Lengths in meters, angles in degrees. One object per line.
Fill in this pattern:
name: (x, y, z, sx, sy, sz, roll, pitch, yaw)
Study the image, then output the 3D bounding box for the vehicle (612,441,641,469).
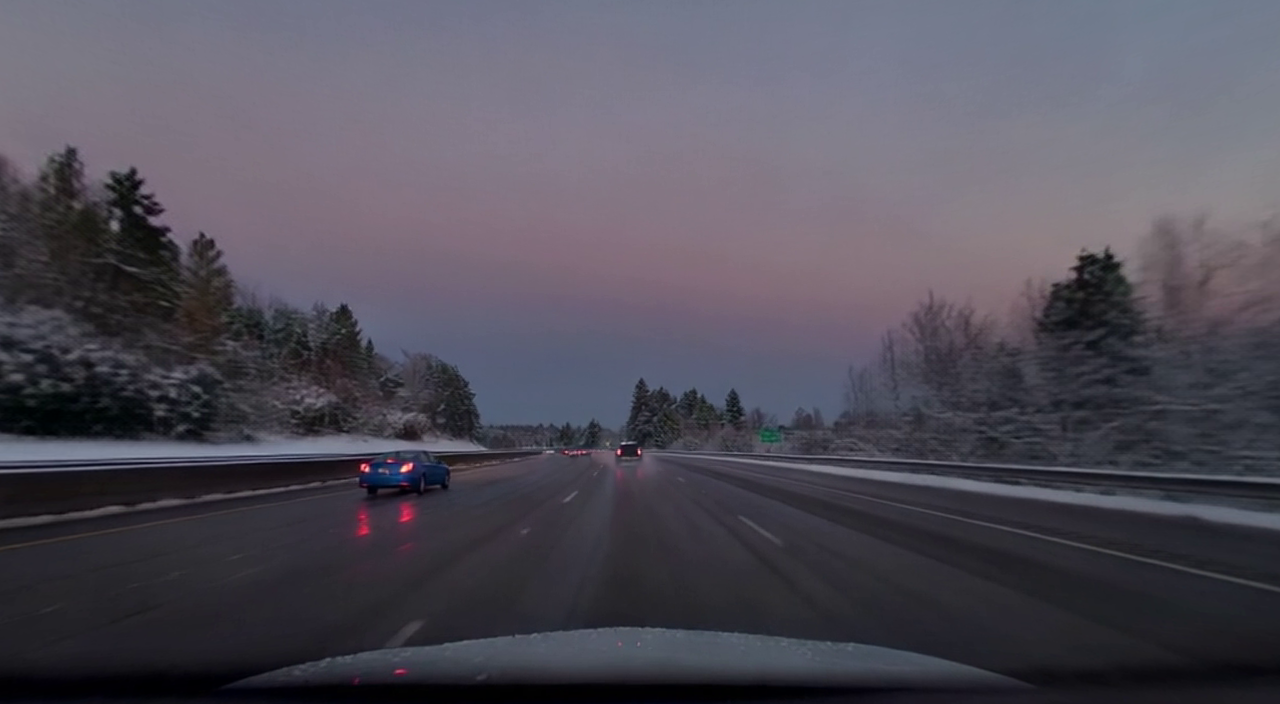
vehicle: (-1.010, 7.393, 45.380, 1.990, 1.878, 4.079, 0, -9, -3)

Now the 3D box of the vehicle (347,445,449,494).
vehicle: (-7.898, 3.849, 21.069, 1.915, 1.479, 3.843, 0, -9, -1)
